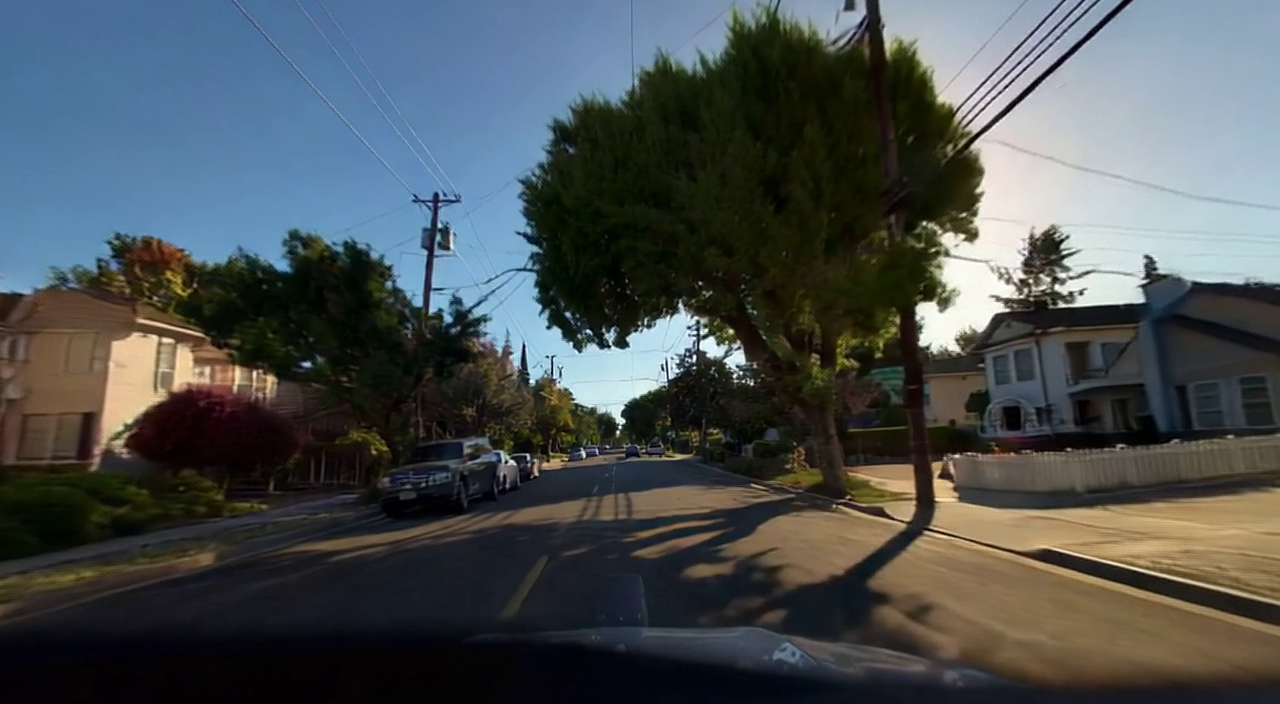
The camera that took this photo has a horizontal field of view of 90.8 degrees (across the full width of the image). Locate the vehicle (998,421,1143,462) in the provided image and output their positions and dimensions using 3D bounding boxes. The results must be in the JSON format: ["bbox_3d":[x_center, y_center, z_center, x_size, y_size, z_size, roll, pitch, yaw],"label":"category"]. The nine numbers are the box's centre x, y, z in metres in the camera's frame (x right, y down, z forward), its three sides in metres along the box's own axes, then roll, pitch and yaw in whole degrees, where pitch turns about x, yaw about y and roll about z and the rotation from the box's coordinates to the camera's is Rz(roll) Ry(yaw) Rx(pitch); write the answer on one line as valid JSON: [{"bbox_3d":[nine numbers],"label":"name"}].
[{"bbox_3d":[17.601,3.712,25.994,4.372,1.490,2.032,-2,-10,1],"label":"vehicle"}]

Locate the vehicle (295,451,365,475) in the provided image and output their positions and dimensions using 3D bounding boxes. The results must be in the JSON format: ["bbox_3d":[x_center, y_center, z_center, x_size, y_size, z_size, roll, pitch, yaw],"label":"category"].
[{"bbox_3d":[-19.940,7.141,40.718,3.553,1.471,1.816,0,-9,-2],"label":"vehicle"}]

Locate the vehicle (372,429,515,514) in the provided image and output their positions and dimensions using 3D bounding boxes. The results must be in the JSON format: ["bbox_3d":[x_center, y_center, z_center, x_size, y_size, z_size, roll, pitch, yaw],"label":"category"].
[{"bbox_3d":[-5.665,3.499,19.225,2.411,1.979,5.915,-5,-8,0],"label":"vehicle"}]
